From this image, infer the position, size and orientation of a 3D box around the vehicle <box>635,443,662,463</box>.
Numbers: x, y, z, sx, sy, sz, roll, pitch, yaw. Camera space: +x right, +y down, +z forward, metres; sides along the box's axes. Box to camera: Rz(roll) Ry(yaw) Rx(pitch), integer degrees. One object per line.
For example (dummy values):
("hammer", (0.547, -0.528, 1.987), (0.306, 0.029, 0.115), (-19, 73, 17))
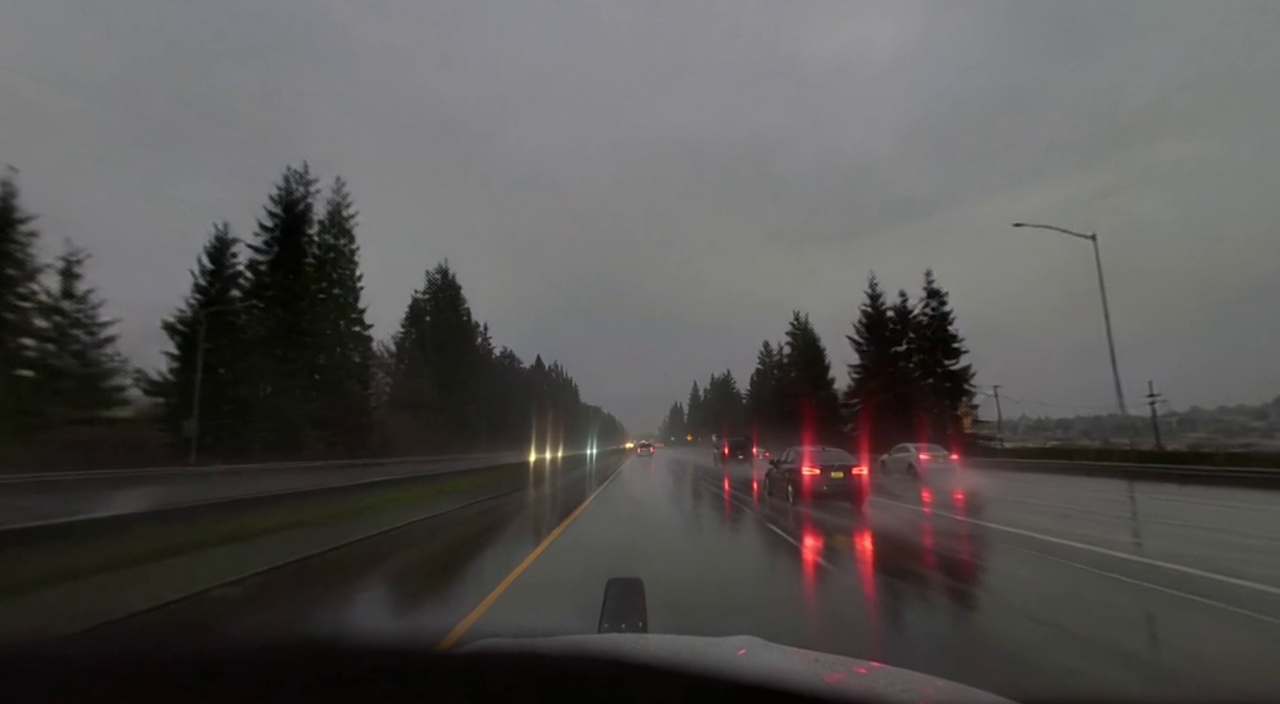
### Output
("vehicle", (0.654, 7.974, 49.746), (2.052, 1.472, 4.295), (0, -8, 0))

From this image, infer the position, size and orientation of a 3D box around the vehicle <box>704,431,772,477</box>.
("vehicle", (4.398, 4.651, 29.040), (2.206, 1.902, 5.460), (0, -8, -1))

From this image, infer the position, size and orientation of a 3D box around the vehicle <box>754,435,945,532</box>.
("vehicle", (3.648, 2.363, 12.044), (1.904, 1.453, 4.789), (0, -8, -2))
